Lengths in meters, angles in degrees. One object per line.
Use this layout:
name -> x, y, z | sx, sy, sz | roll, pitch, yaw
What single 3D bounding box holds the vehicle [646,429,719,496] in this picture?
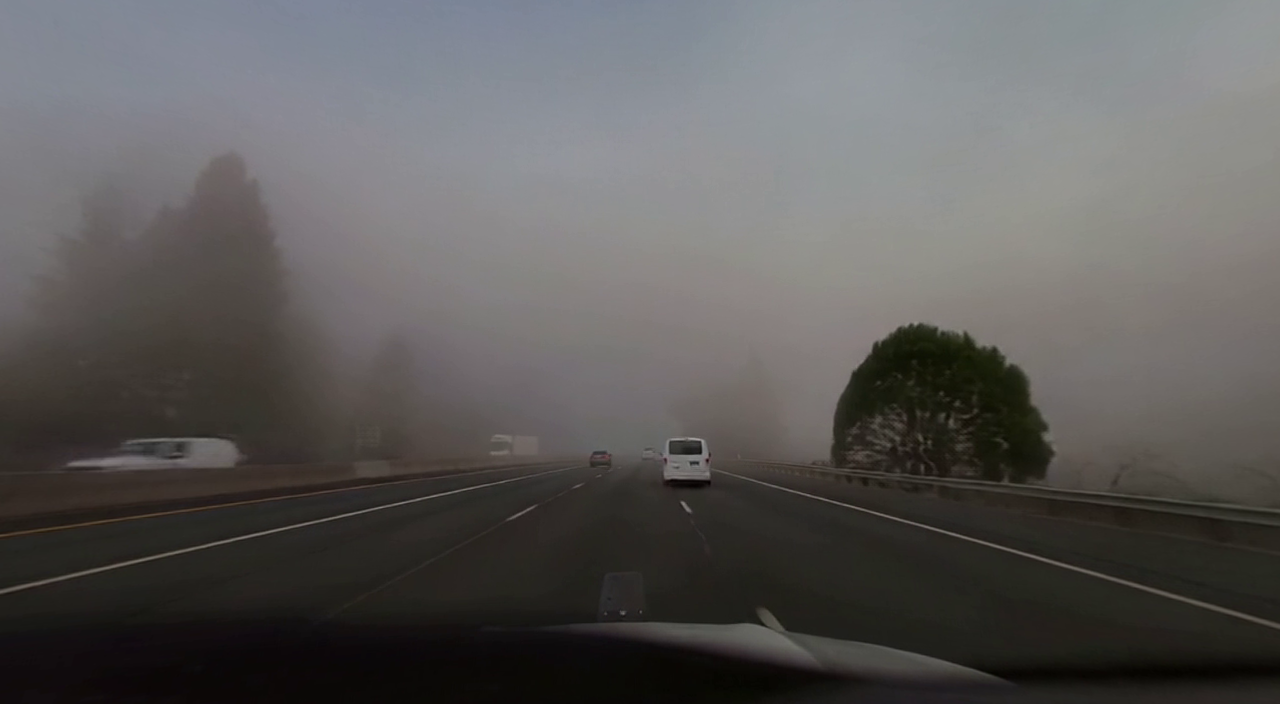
vehicle -> 1.415, 3.786, 21.898 | 2.219, 2.033, 4.911 | -1, -9, 2
